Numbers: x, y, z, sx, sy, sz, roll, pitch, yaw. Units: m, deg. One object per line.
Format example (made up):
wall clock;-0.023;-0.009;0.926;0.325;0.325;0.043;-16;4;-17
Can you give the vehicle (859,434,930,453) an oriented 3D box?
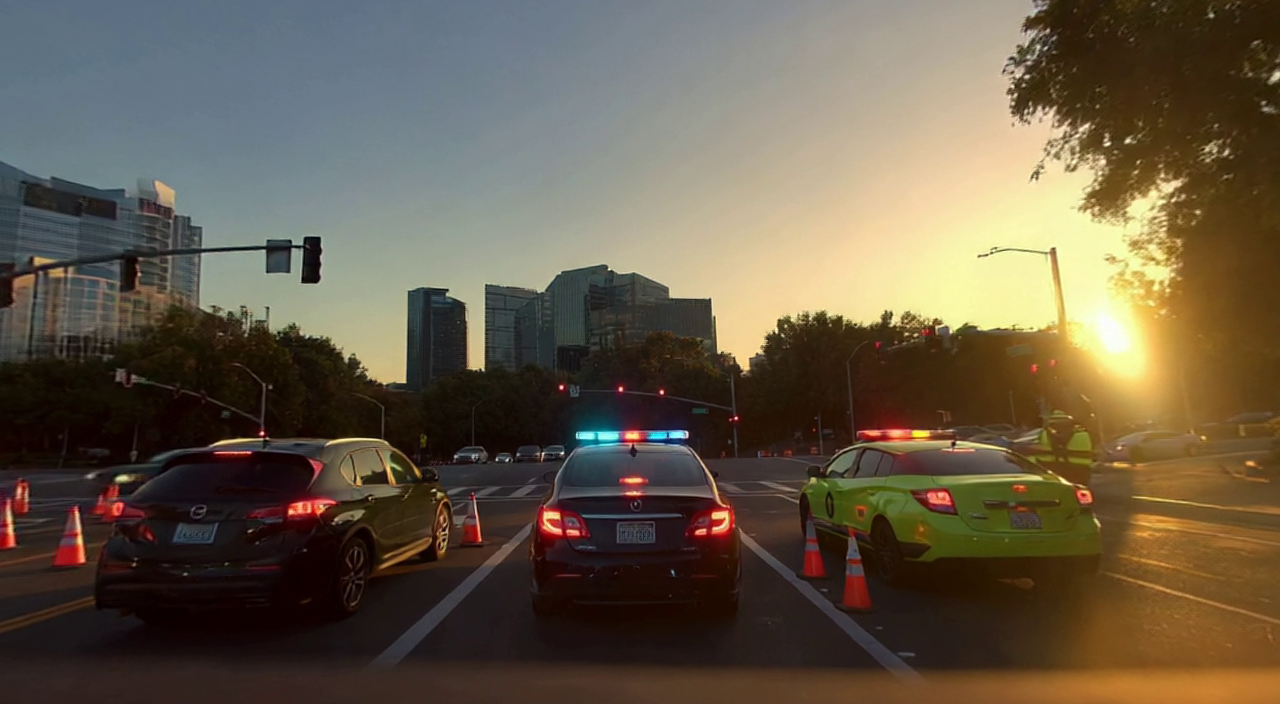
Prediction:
vehicle;20.131;7.264;49.917;4.827;1.484;1.883;0;-9;0

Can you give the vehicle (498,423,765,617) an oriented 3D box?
vehicle;-0.109;1.626;7.110;2.061;1.486;4.332;0;-8;-1

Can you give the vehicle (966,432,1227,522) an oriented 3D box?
vehicle;9.371;2.579;13.602;1.957;1.576;4.670;0;-9;-3

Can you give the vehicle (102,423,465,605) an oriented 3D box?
vehicle;-3.598;1.678;7.407;1.863;1.526;4.006;0;-9;1
